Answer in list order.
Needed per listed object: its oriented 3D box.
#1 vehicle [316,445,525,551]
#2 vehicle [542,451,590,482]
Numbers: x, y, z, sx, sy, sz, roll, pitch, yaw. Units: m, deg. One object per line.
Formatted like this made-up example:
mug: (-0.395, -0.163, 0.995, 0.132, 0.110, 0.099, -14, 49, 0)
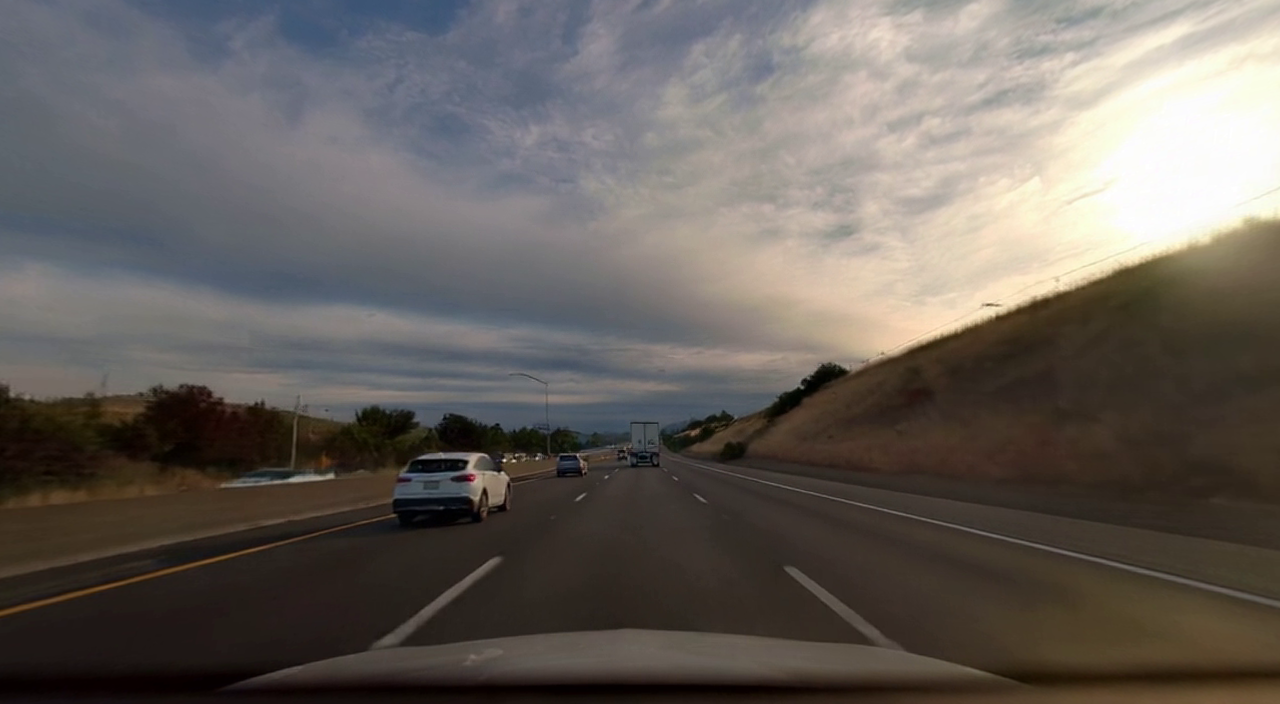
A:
vehicle: (-3.594, 2.471, 11.490, 2.053, 1.489, 4.740, 0, -9, 1)
vehicle: (-3.922, 6.153, 34.080, 2.051, 1.537, 4.111, 0, -9, 0)
